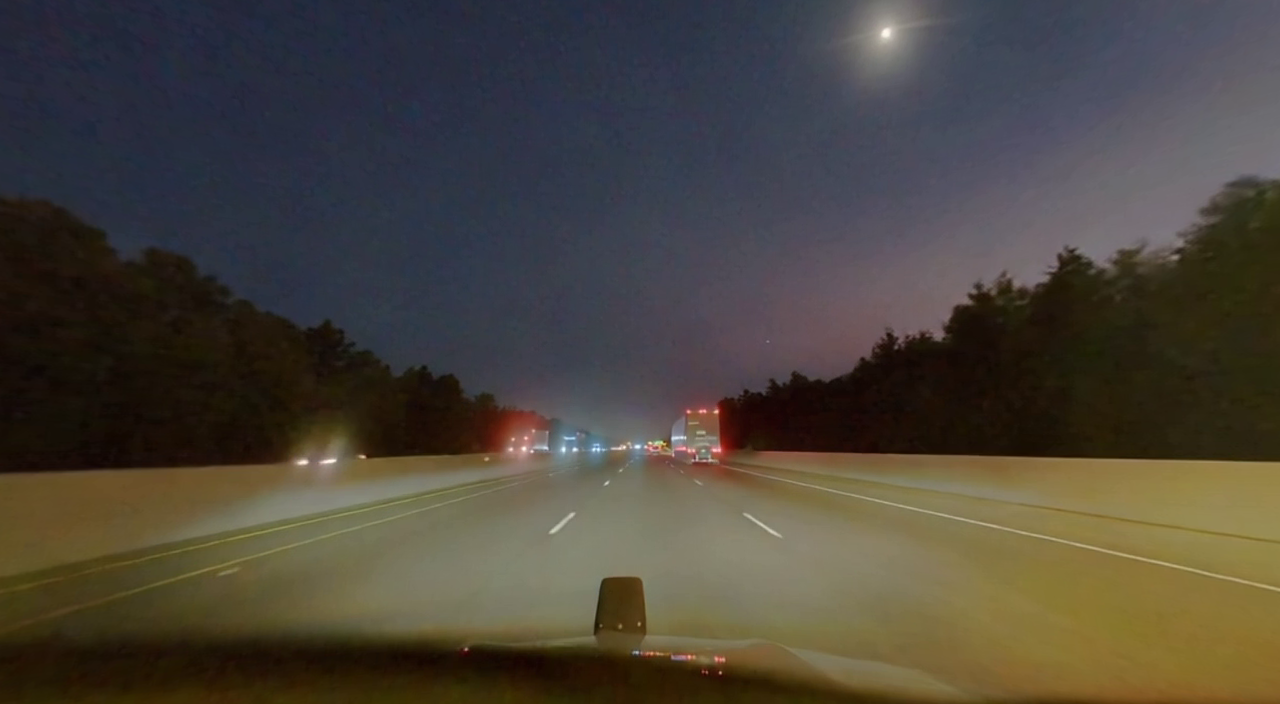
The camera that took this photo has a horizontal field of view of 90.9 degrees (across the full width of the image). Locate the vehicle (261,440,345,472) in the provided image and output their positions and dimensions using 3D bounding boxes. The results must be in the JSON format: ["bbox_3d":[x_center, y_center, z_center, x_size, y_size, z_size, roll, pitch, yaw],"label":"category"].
[{"bbox_3d":[-17.502,5.418,33.003,1.874,1.526,4.423,0,-9,1],"label":"vehicle"}]
